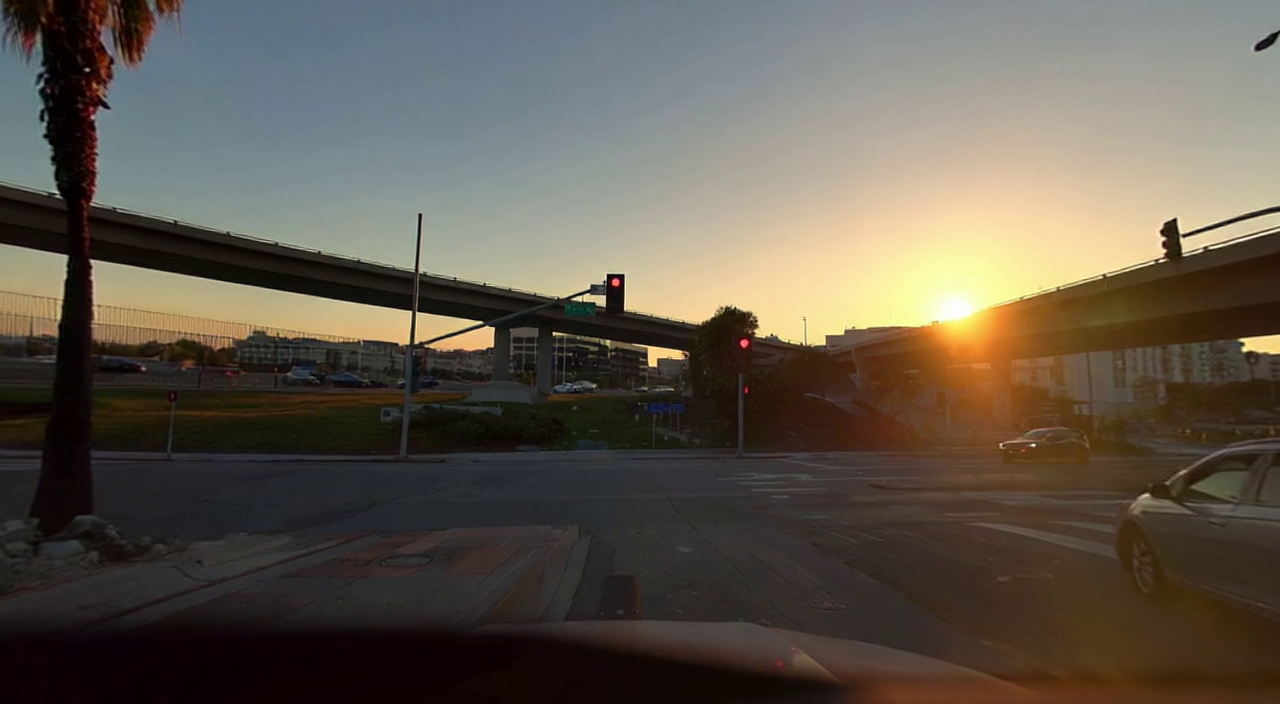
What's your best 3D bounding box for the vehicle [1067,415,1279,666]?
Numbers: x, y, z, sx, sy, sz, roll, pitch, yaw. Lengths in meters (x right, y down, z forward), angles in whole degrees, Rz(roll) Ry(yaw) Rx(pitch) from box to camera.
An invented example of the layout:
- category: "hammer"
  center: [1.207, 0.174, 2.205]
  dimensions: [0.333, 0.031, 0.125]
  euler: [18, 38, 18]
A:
- category: "vehicle"
  center: [4.845, 1.152, 3.959]
  dimensions: [1.959, 1.485, 4.628]
  euler: [-2, -9, 13]
